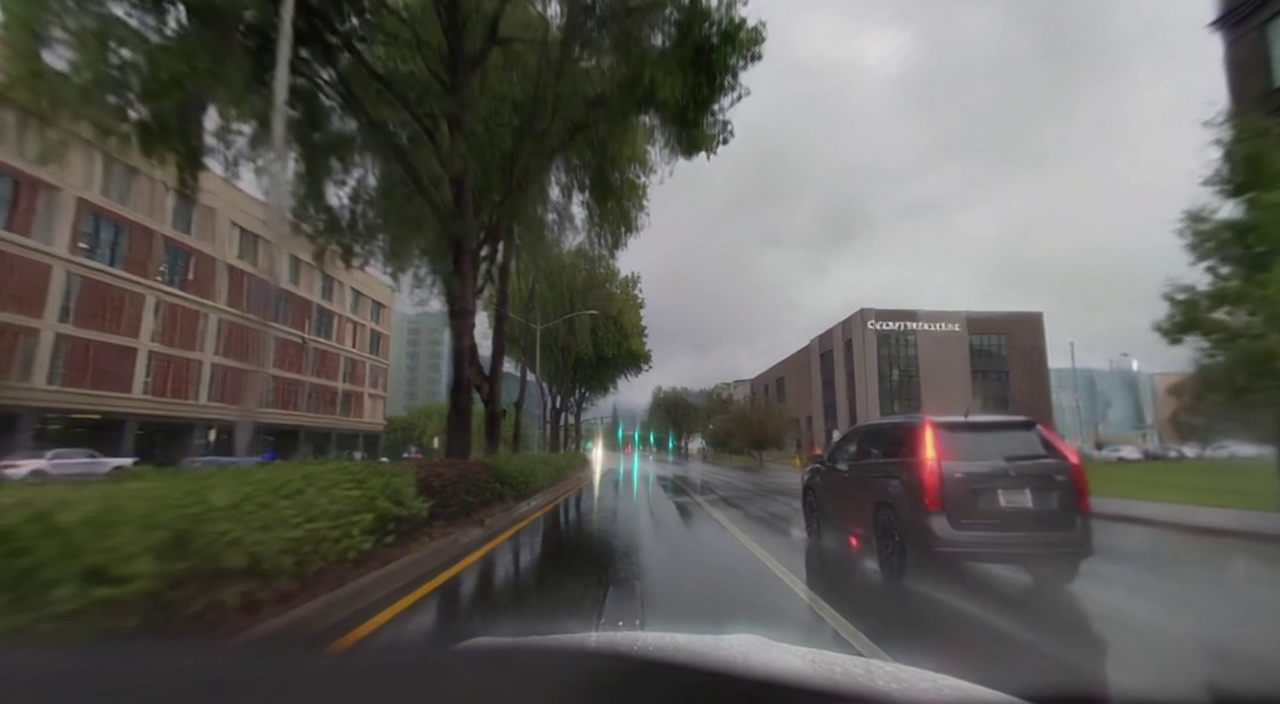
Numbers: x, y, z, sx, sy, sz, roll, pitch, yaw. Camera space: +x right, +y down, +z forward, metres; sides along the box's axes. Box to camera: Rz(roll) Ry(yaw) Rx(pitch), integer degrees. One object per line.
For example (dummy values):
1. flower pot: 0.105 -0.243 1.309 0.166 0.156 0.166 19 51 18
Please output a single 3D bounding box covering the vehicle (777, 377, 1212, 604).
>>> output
1. vehicle: 3.662 1.591 8.168 2.505 1.971 5.162 0 -9 -1
